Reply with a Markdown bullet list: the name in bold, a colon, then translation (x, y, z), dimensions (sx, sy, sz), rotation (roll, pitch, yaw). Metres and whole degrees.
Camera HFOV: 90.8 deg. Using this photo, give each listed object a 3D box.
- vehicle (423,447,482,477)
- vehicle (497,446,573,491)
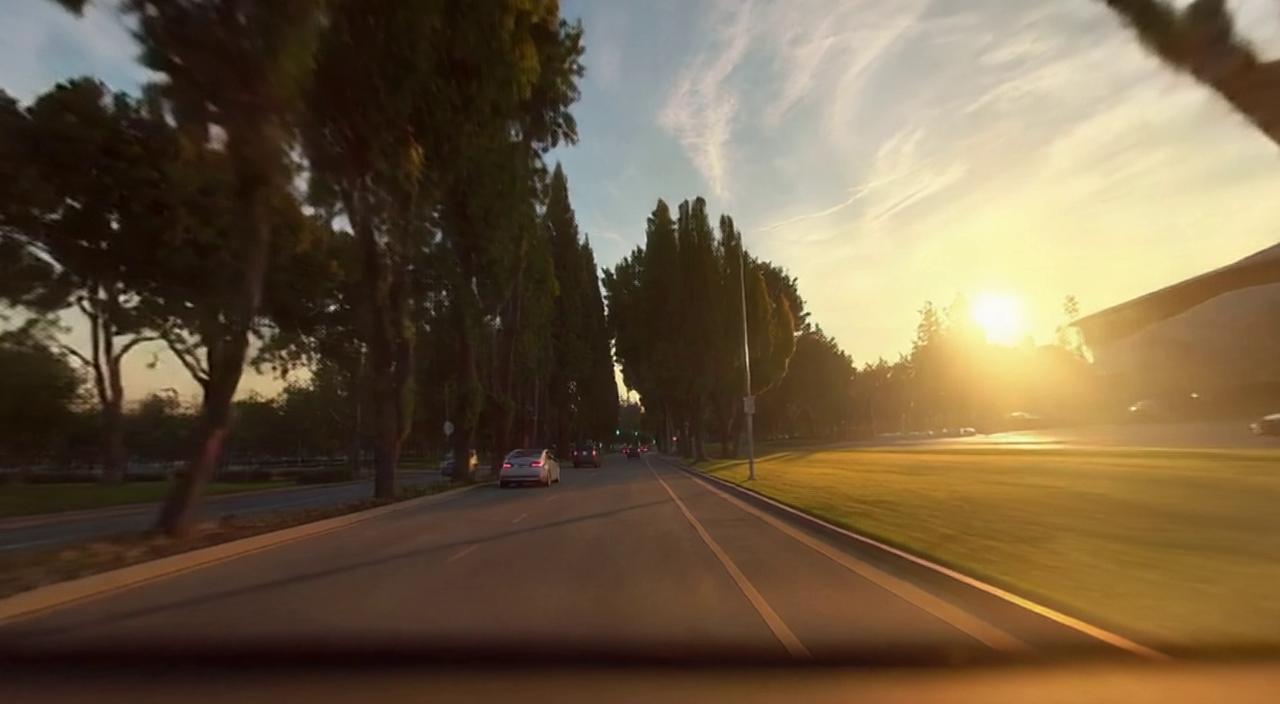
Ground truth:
- **vehicle**: translation (-11.882, 6.978, 40.446), dimensions (2.109, 1.729, 5.492), rotation (0, -9, 0)
- **vehicle**: translation (-3.632, 4.078, 22.535), dimensions (1.932, 1.431, 4.144), rotation (0, -9, 1)
